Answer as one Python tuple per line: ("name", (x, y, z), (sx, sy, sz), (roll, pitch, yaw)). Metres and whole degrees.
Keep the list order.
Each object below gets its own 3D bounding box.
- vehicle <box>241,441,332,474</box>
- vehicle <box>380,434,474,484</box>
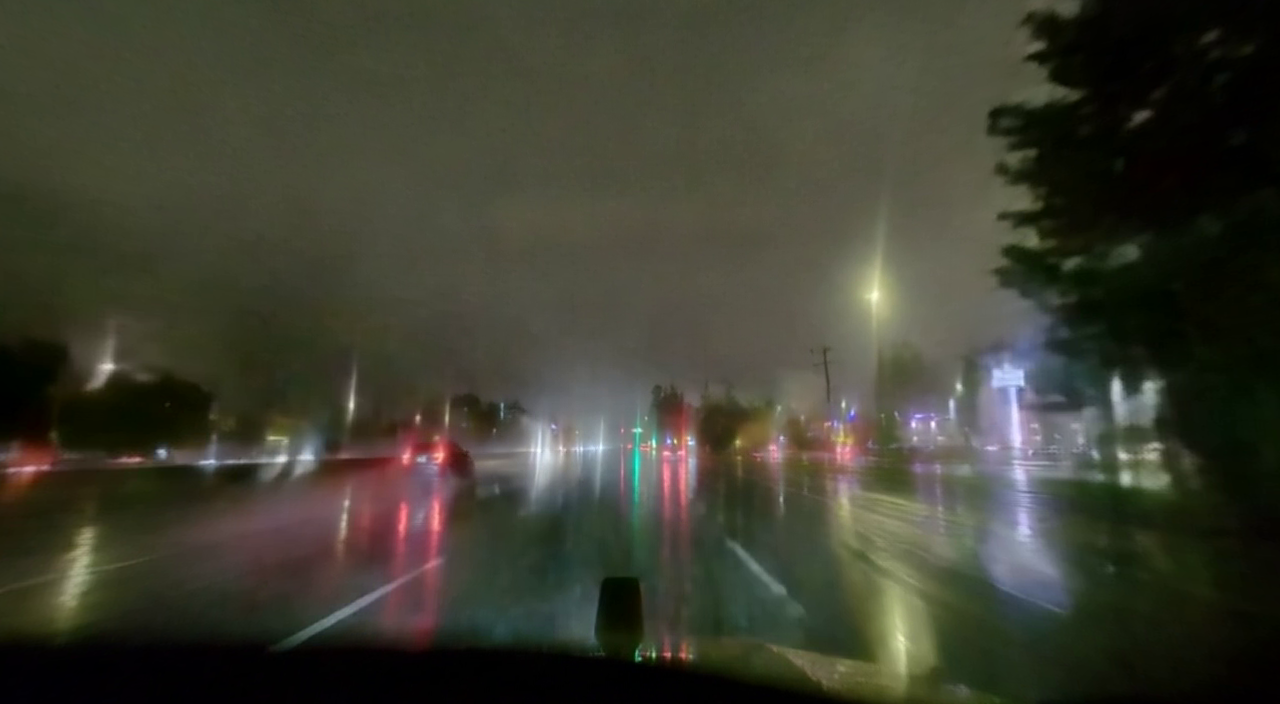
("vehicle", (-17.929, 5.340, 32.306), (2.022, 1.536, 4.479), (0, -9, 0))
("vehicle", (-8.009, 4.061, 24.233), (2.089, 1.724, 4.327), (0, -9, 0))
